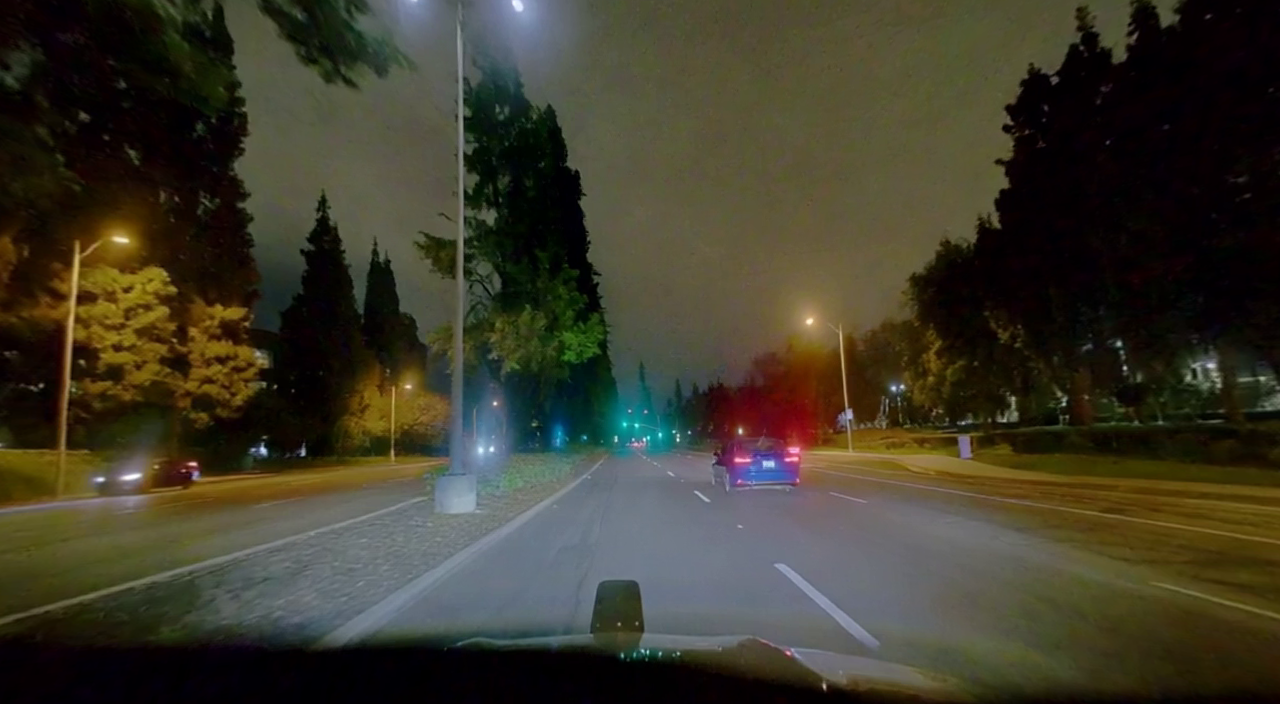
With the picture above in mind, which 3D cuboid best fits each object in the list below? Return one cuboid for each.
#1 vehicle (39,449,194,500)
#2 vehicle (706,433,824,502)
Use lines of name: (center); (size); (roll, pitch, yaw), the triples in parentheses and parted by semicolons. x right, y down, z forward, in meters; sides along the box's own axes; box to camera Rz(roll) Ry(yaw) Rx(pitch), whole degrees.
vehicle: (-20.665, 4.826, 25.303); (2.016, 1.778, 4.804); (0, -8, 0)
vehicle: (2.928, 2.809, 15.816); (1.950, 1.473, 4.259); (0, -8, -2)
